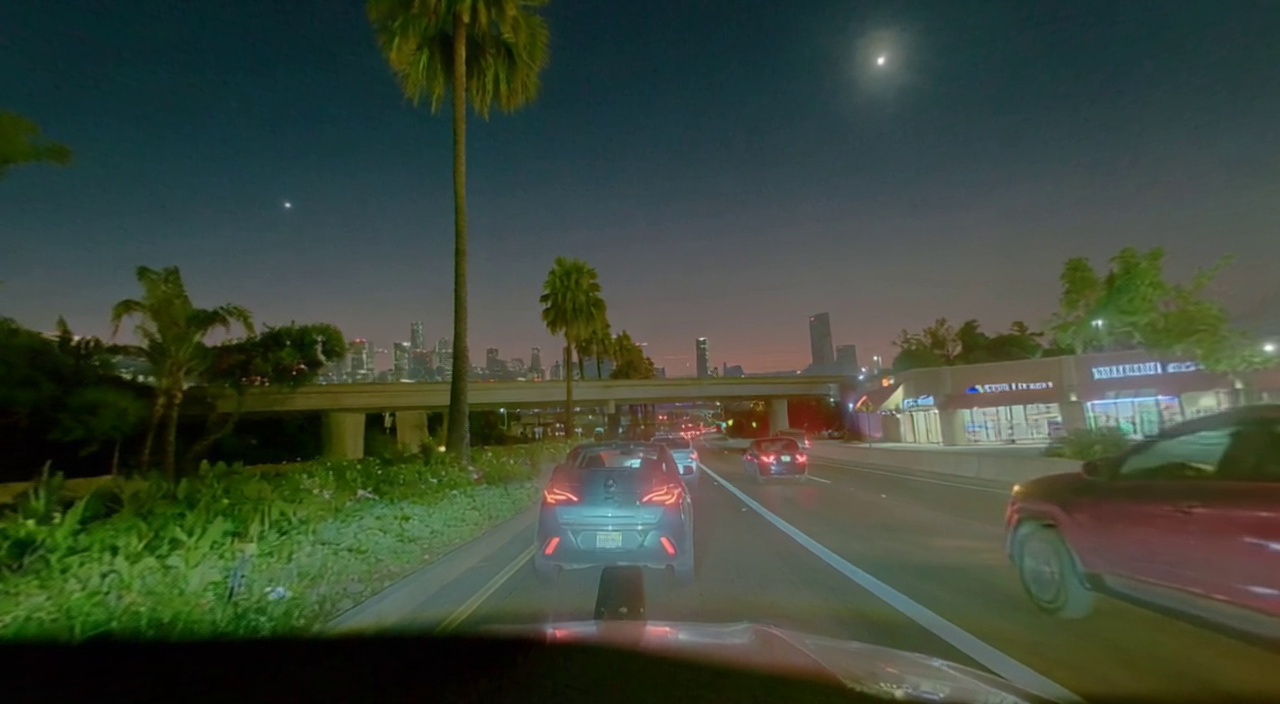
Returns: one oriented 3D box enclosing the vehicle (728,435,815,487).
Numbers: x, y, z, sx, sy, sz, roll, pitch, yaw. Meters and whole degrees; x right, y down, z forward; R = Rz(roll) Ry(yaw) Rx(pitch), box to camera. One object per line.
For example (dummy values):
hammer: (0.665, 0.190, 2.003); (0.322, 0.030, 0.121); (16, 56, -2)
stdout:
vehicle: (4.197, 3.562, 20.901); (2.034, 1.517, 4.840); (0, -8, 2)

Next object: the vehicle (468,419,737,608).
vehicle: (-0.249, 1.604, 7.155); (2.172, 1.506, 4.018); (0, -8, 2)

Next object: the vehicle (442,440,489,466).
vehicle: (-12.190, 7.087, 44.233); (2.084, 1.704, 4.485); (0, -8, -1)

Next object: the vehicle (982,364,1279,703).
vehicle: (4.021, 0.890, 3.026); (2.149, 1.609, 4.807); (0, -8, 2)
